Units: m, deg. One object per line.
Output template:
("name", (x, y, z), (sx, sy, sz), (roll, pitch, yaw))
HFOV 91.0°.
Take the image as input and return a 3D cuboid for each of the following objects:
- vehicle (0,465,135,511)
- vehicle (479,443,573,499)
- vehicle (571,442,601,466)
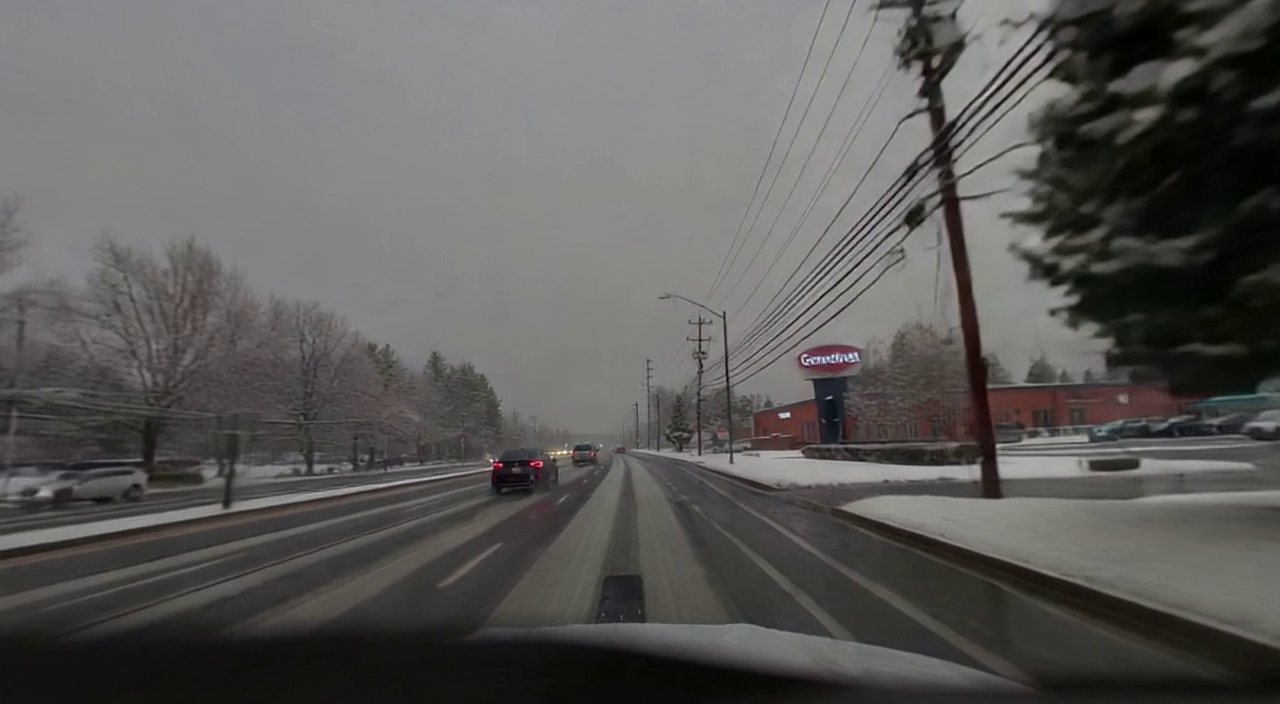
("vehicle", (-25.798, 5.996, 28.218), (1.973, 1.695, 4.541), (-2, -9, 15))
("vehicle", (-3.275, 3.509, 19.021), (1.942, 1.469, 4.426), (0, -9, 1))
("vehicle", (-4.225, 8.063, 49.913), (2.087, 1.736, 4.311), (0, -9, -1))
